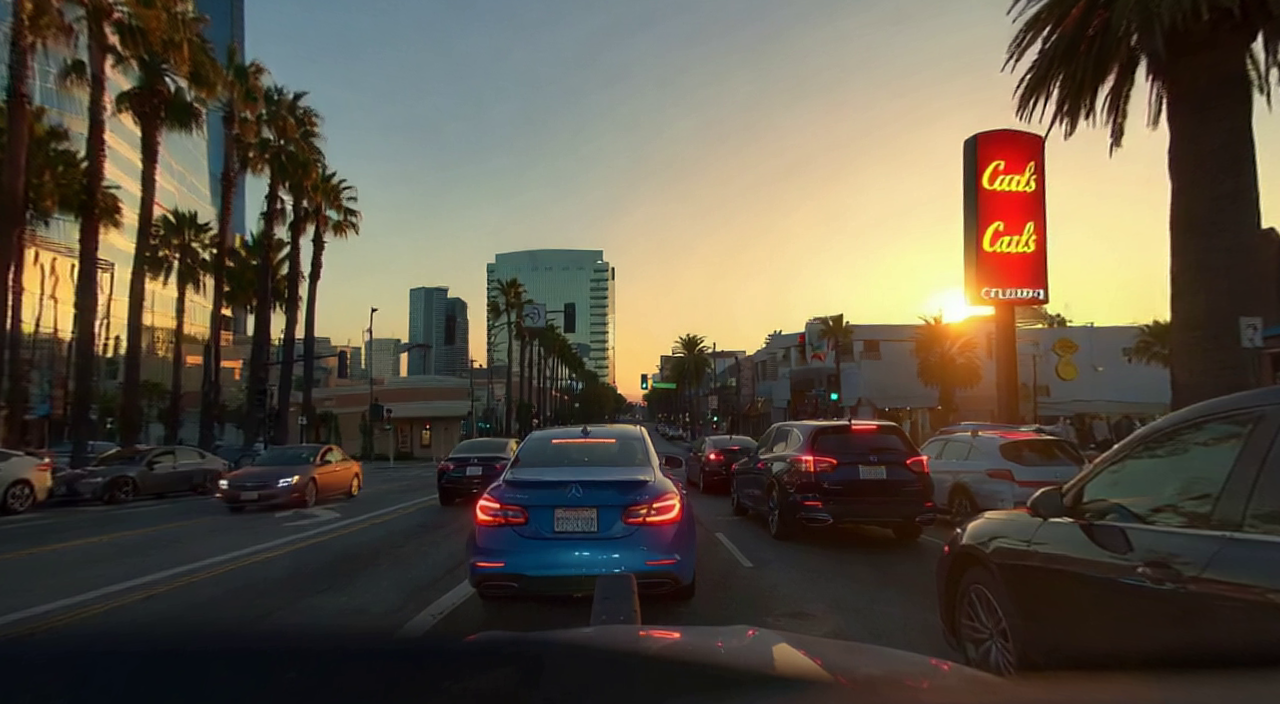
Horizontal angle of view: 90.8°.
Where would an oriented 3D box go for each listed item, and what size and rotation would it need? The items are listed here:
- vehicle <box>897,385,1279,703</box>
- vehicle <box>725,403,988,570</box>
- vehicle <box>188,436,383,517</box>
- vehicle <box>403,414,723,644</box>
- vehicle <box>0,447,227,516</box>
[{"bbox_3d":[2.619,0.816,1.514,2.085,1.469,4.458,0,-9,0],"label":"vehicle"},{"bbox_3d":[2.637,1.781,9.094,2.096,1.775,4.440,0,-9,-1],"label":"vehicle"},{"bbox_3d":[-7.574,2.671,14.096,1.945,1.494,4.252,0,-9,-1],"label":"vehicle"},{"bbox_3d":[-0.529,1.471,6.260,2.096,1.492,4.071,0,-9,-1],"label":"vehicle"},{"bbox_3d":[-12.872,3.137,15.934,1.870,1.475,4.531,0,-9,-1],"label":"vehicle"}]
